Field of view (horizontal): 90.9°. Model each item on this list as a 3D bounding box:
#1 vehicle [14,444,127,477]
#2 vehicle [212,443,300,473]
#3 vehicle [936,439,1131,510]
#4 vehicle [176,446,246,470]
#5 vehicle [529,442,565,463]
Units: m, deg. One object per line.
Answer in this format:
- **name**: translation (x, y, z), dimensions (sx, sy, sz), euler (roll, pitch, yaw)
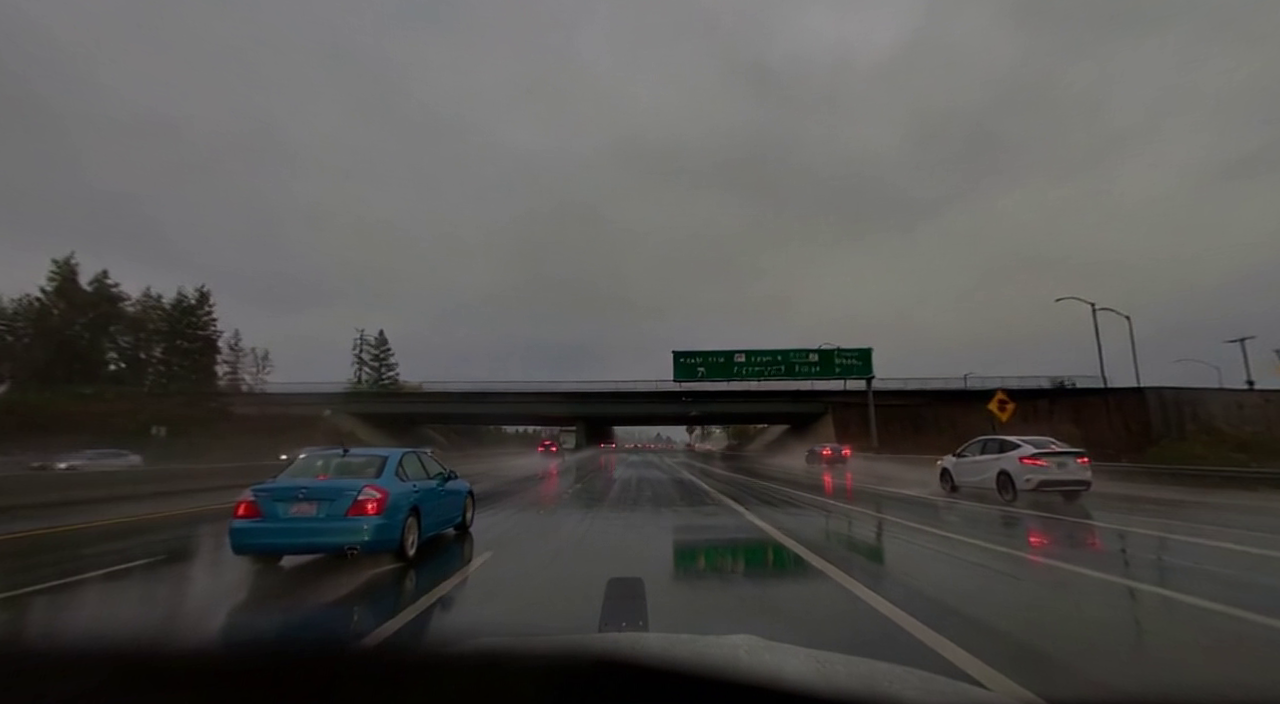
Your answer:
- **vehicle**: translation (-36.047, 6.853, 40.181), dimensions (2.029, 1.911, 5.328), euler (-1, -8, 3)
- **vehicle**: translation (-21.477, 5.928, 35.518), dimensions (1.991, 1.538, 4.561), euler (0, -8, 1)
- **vehicle**: translation (9.488, 2.953, 15.732), dimensions (2.000, 1.515, 4.188), euler (0, -8, -3)
- **vehicle**: translation (-31.933, 7.869, 47.143), dimensions (1.884, 1.678, 4.414), euler (-1, -8, 4)
- **vehicle**: translation (-7.062, 7.677, 48.316), dimensions (1.987, 1.486, 4.174), euler (0, -8, 1)
